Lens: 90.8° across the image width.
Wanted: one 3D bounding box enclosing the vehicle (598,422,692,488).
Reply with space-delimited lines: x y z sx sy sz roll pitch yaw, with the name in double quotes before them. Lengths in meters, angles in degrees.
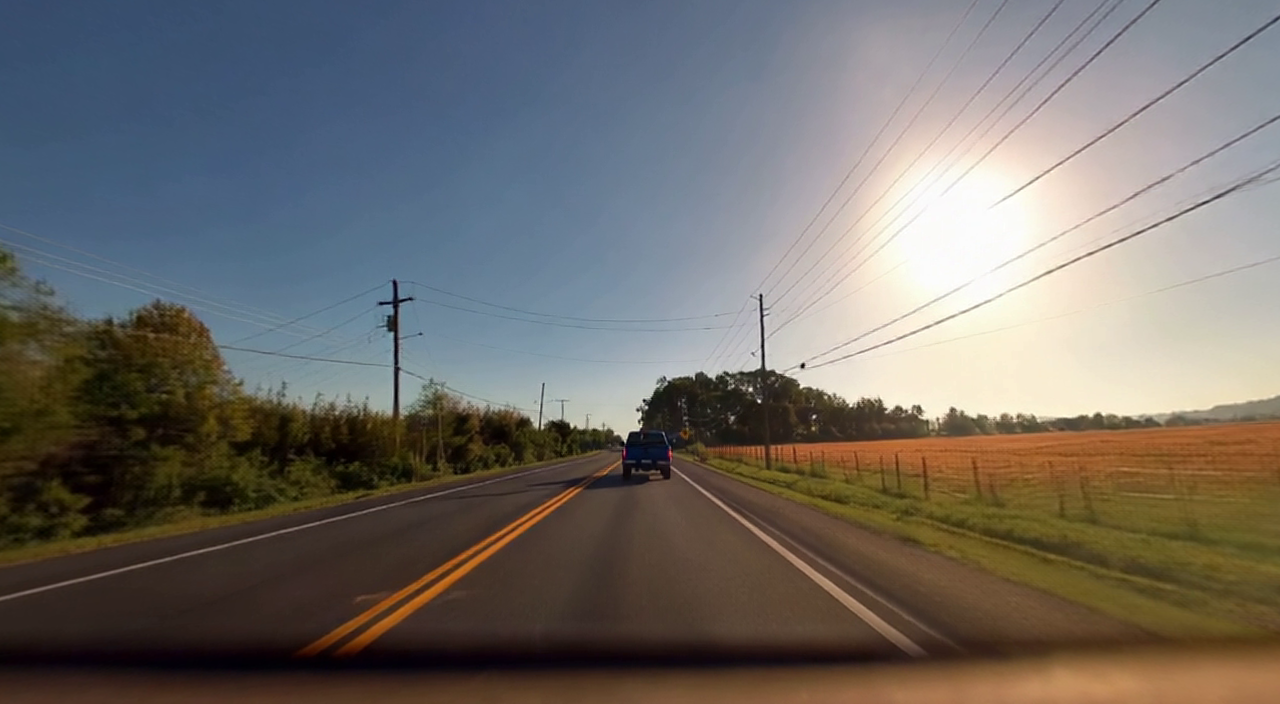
"vehicle" 0.108 3.742 23.344 2.921 2.031 7.416 0 -8 -1
